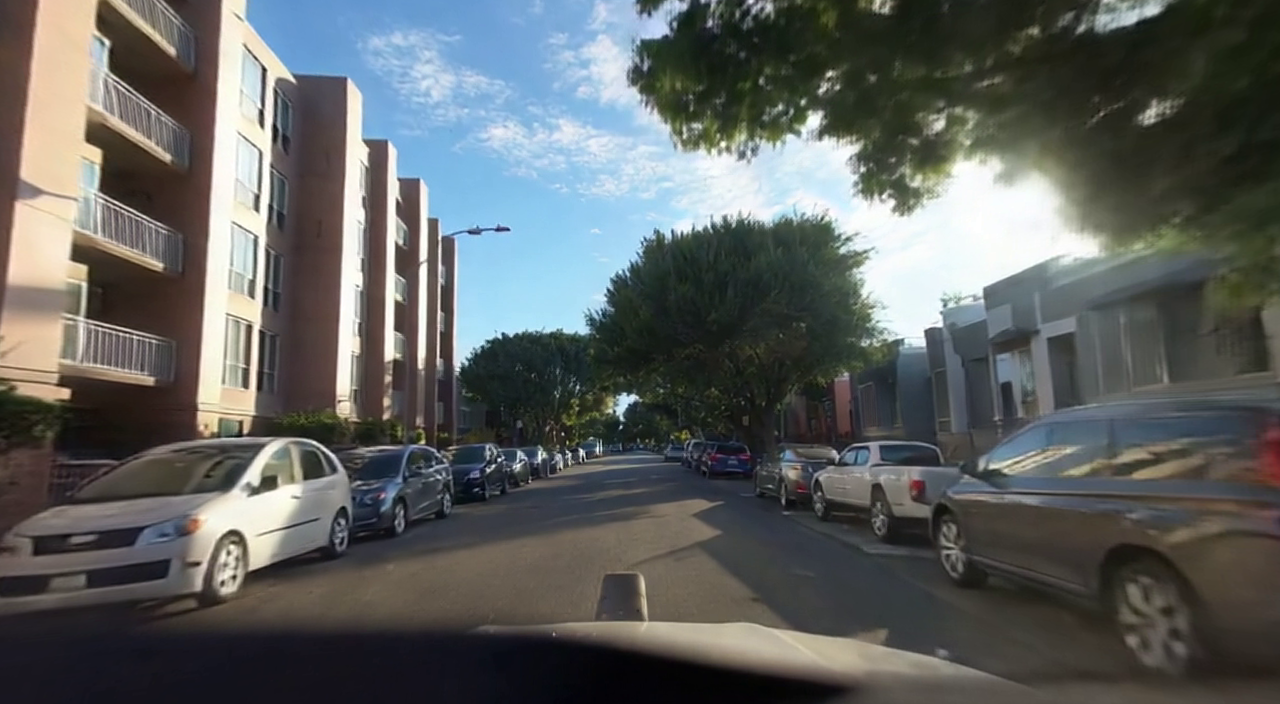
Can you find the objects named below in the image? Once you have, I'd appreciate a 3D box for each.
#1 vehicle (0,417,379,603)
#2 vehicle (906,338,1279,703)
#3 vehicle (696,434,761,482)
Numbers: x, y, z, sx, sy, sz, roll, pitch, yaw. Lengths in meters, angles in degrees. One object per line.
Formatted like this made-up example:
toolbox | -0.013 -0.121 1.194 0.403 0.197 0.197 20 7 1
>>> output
vehicle | -5.087 1.695 7.695 2.274 1.679 3.639 0 -8 -1
vehicle | 3.903 1.154 4.820 1.911 1.835 4.599 -1 -8 3
vehicle | 3.571 4.384 26.489 1.912 1.781 5.159 0 -8 -1
